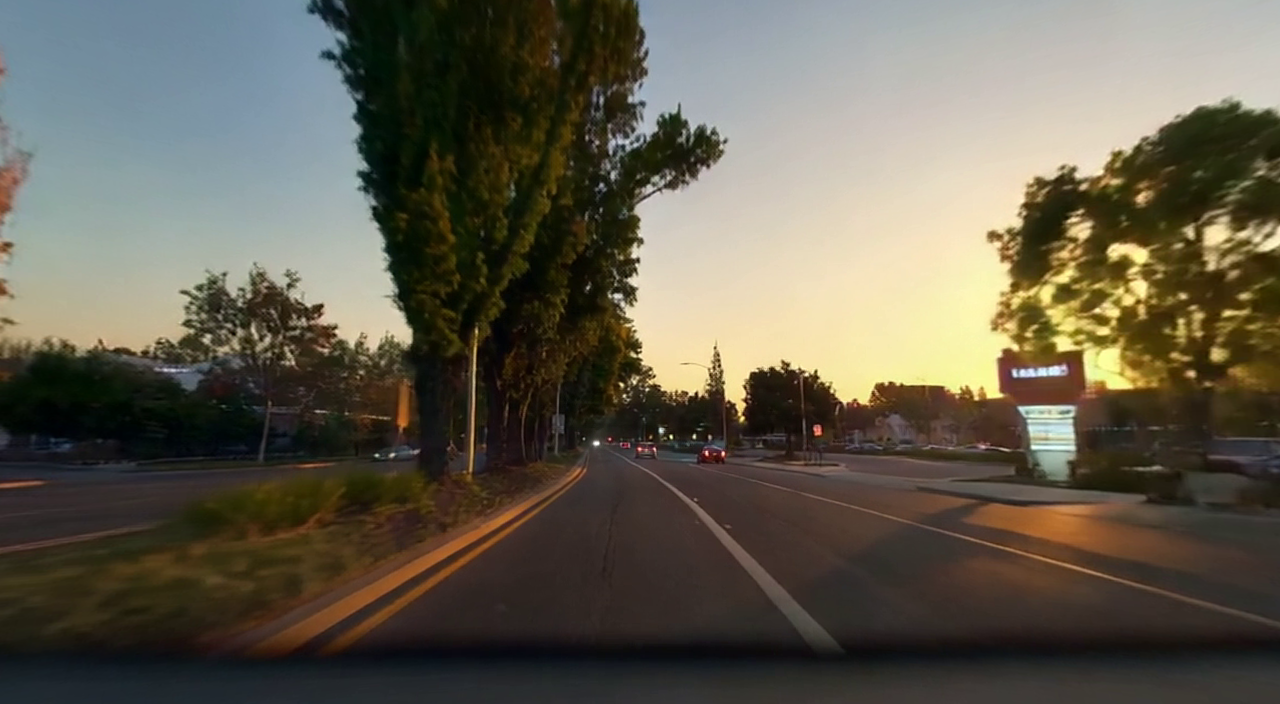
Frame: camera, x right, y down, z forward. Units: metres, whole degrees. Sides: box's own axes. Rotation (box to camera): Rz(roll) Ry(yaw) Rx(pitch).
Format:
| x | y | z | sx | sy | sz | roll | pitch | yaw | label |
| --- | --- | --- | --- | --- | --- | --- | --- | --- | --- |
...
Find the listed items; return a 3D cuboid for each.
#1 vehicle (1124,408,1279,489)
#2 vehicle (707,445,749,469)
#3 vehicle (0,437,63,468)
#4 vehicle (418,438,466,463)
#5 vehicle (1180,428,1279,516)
| x | y | z | sx | sy | sz | roll | pitch | yaw | label |
| --- | --- | --- | --- | --- | --- | --- | --- | --- | --- |
| 21.588 | 3.422 | 22.585 | 6.254 | 2.698 | 2.433 | -5 | -10 | 27 | vehicle |
| 5.670 | 6.813 | 41.230 | 1.876 | 1.474 | 4.126 | 1 | -8 | -5 | vehicle |
| -31.066 | 4.907 | 31.033 | 3.606 | 1.434 | 1.790 | 1 | -8 | 0 | vehicle |
| -14.933 | 7.482 | 47.952 | 2.058 | 1.770 | 5.291 | 0 | -8 | -1 | vehicle |
| 16.011 | 3.004 | 16.341 | 5.251 | 1.946 | 2.114 | 7 | -11 | -40 | vehicle |
